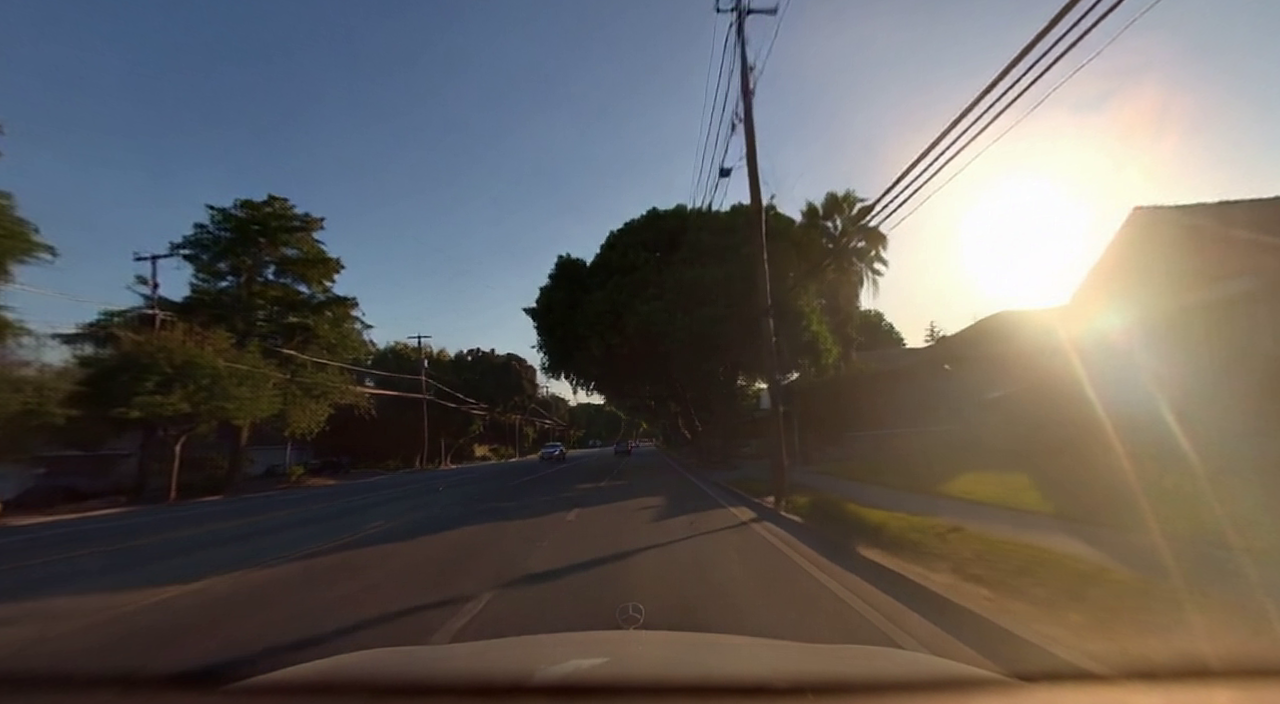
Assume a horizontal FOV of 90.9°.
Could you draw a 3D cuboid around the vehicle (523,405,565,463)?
[{"bbox_3d":[-6.500,5.609,43.184,2.365,3.642,3.374,-4,-7,-5],"label":"vehicle"}]
